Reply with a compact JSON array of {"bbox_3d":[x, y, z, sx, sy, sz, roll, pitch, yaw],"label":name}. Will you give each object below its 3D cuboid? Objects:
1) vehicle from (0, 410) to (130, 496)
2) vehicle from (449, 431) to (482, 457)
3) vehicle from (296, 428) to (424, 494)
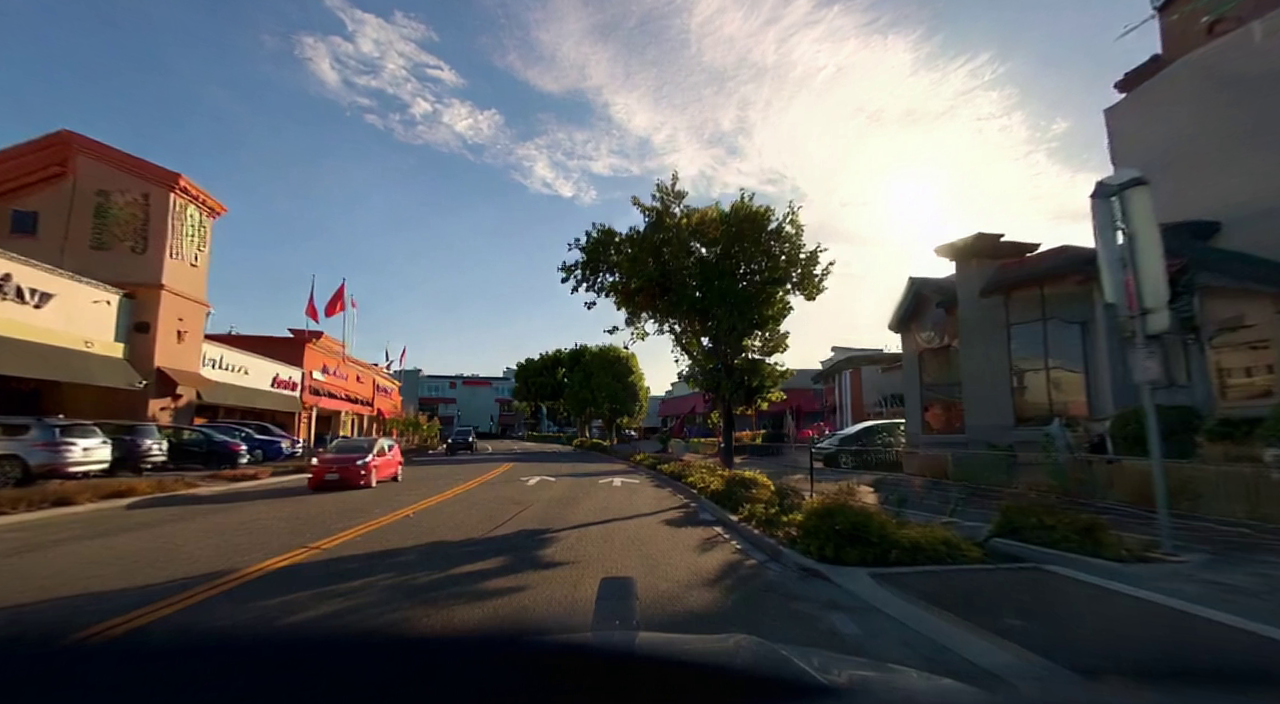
[{"bbox_3d":[-14.264,2.210,13.923,4.110,1.758,1.853,1,-8,-10],"label":"vehicle"},{"bbox_3d":[-13.260,7.032,48.114,2.026,1.882,4.277,1,-8,-11],"label":"vehicle"},{"bbox_3d":[-7.602,2.969,17.619,1.963,1.589,4.212,1,-8,-5],"label":"vehicle"}]
